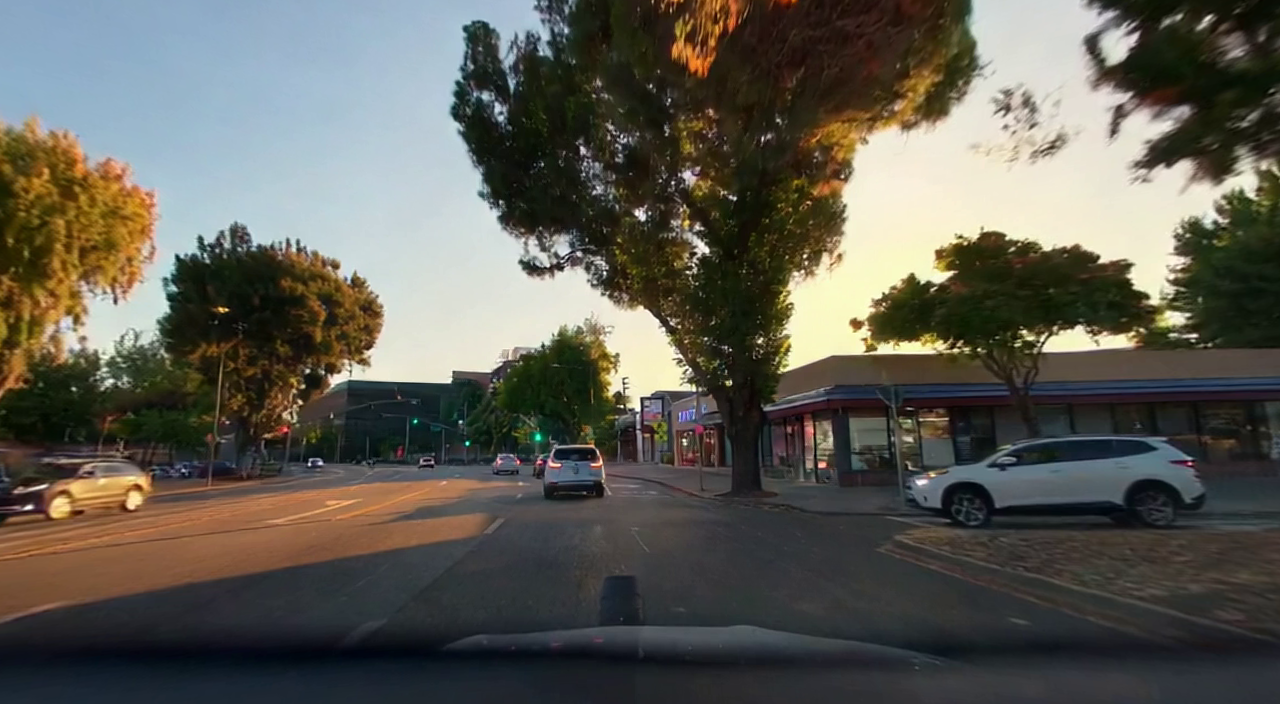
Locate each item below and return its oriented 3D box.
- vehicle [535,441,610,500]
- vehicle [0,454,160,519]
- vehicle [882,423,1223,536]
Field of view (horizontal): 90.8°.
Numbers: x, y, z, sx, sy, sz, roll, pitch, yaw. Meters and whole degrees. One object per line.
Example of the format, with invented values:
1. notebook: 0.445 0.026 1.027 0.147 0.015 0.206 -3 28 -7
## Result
1. vehicle: -2.355 3.871 21.089 2.227 1.733 3.930 1 -9 -10
2. vehicle: -18.649 4.292 20.748 2.421 1.819 4.804 1 -9 -8
3. vehicle: 7.681 2.367 12.356 5.076 1.761 2.077 -6 -10 33
